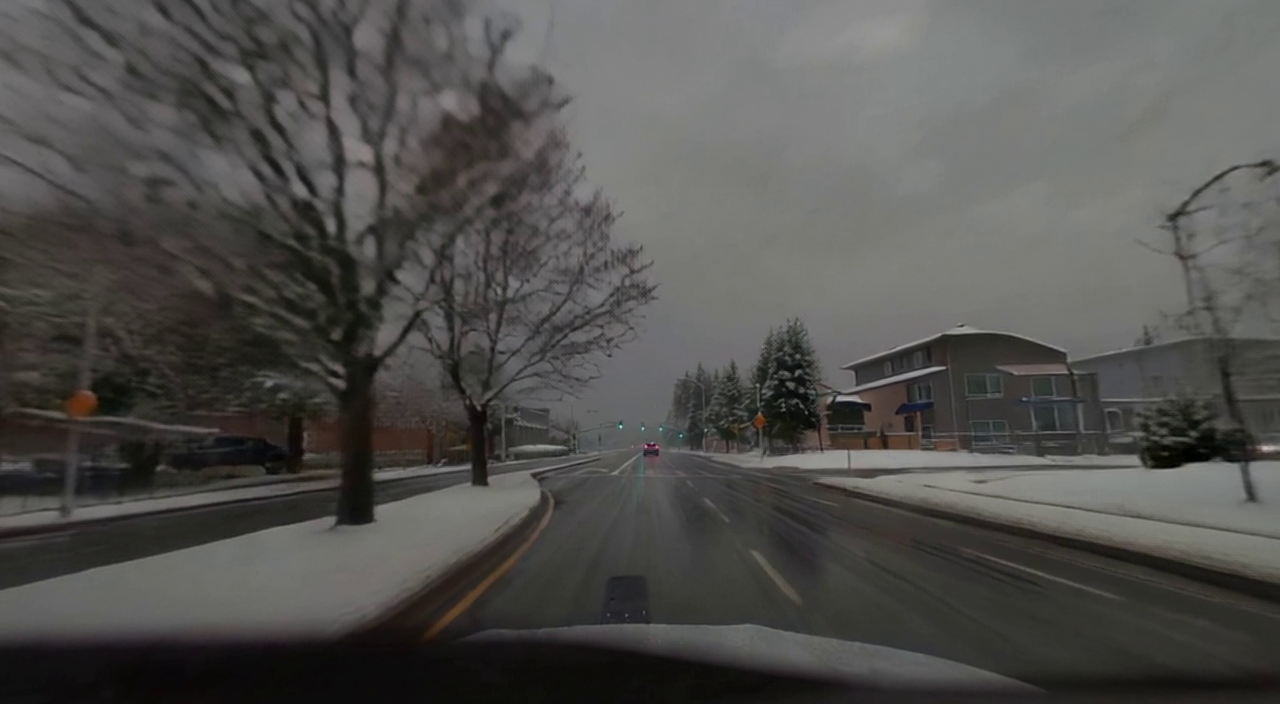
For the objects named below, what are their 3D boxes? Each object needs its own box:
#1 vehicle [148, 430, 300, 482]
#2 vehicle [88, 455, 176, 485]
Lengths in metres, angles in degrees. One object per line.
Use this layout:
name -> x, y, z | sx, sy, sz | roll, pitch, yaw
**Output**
vehicle -> -22.928, 5.764, 35.033 | 6.364, 2.595, 2.828 | 0, -9, -3
vehicle -> -35.821, 8.308, 44.663 | 2.010, 1.821, 4.924 | 0, -8, 1
